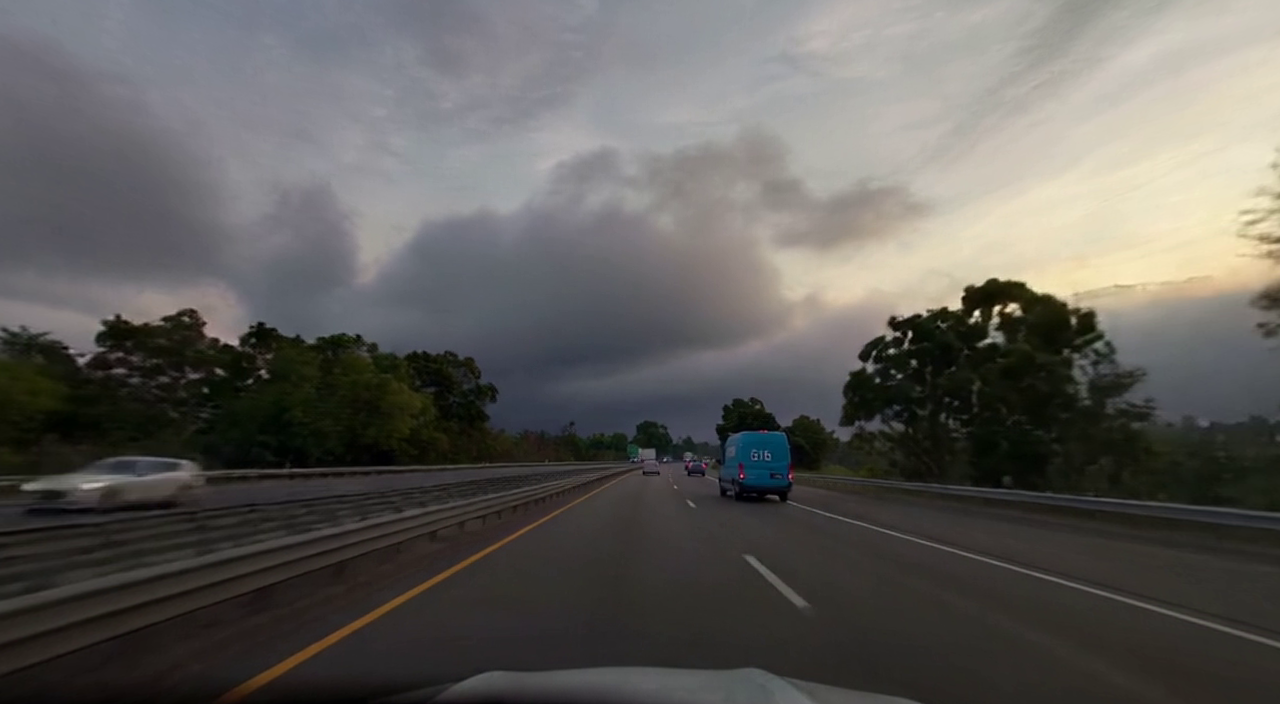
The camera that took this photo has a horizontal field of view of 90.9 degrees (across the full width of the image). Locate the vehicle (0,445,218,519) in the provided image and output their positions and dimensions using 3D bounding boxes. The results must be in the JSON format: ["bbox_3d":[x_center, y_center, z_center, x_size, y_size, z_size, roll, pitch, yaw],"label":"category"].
[{"bbox_3d":[-12.728,3.061,15.119,1.917,1.465,4.638,1,-11,0],"label":"vehicle"}]

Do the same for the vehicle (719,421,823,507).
[{"bbox_3d":[4.387,3.971,22.315,2.366,2.595,5.793,1,-11,0],"label":"vehicle"}]
